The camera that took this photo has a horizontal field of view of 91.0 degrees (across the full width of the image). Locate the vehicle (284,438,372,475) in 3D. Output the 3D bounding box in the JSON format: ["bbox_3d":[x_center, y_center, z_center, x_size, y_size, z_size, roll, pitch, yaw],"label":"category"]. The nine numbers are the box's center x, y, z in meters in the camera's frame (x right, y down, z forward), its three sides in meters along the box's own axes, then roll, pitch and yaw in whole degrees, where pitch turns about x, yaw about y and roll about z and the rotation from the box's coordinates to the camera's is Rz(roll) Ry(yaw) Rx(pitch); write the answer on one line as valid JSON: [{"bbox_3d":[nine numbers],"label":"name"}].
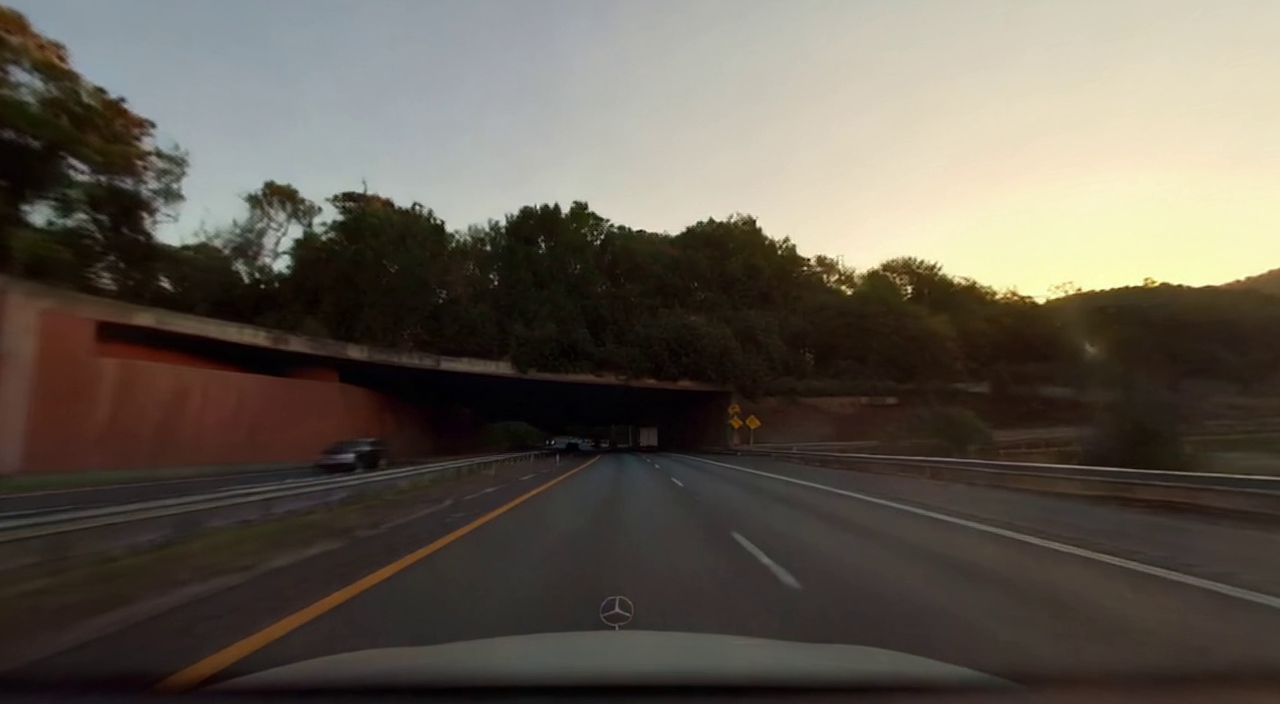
[{"bbox_3d":[-13.587,4.559,27.689,1.858,1.507,3.929,0,-8,-1],"label":"vehicle"}]
